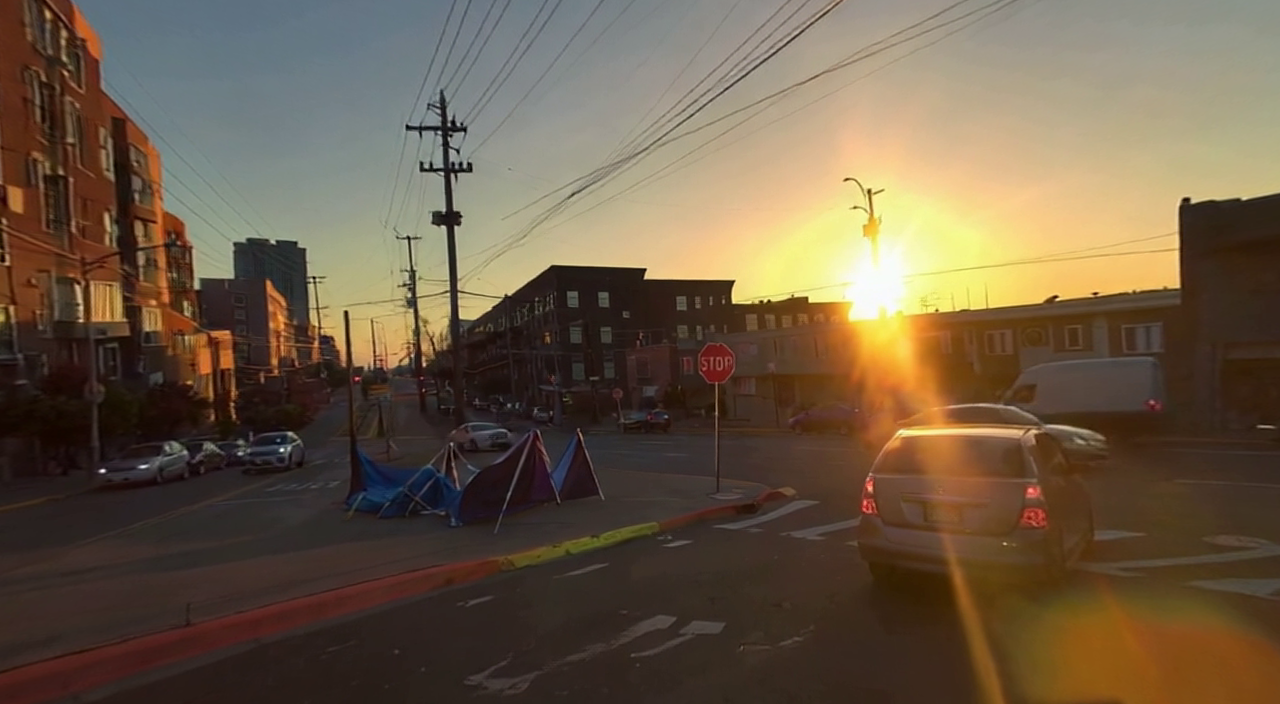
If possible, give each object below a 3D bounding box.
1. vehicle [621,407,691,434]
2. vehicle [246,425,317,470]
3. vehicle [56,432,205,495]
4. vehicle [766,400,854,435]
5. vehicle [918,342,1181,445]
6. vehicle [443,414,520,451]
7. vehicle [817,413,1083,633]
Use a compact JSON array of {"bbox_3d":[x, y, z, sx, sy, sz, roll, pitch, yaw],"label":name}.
[{"bbox_3d":[0.897,4.236,38.820,1.790,1.468,4.422,7,-11,-40],"label":"vehicle"},{"bbox_3d":[-15.189,4.079,27.008,1.987,1.686,3.971,1,-8,-20],"label":"vehicle"},{"bbox_3d":[-16.541,3.607,20.931,2.054,1.800,5.212,2,-9,-18],"label":"vehicle"},{"bbox_3d":[9.214,3.617,34.472,1.805,1.694,4.214,7,-11,-43],"label":"vehicle"},{"bbox_3d":[14.056,1.713,22.213,7.172,3.075,2.584,-8,-11,43],"label":"vehicle"},{"bbox_3d":[-7.998,4.071,31.647,1.870,1.724,4.320,7,-11,-42],"label":"vehicle"},{"bbox_3d":[3.674,1.625,7.122,1.945,1.647,4.160,-6,-10,33],"label":"vehicle"}]
